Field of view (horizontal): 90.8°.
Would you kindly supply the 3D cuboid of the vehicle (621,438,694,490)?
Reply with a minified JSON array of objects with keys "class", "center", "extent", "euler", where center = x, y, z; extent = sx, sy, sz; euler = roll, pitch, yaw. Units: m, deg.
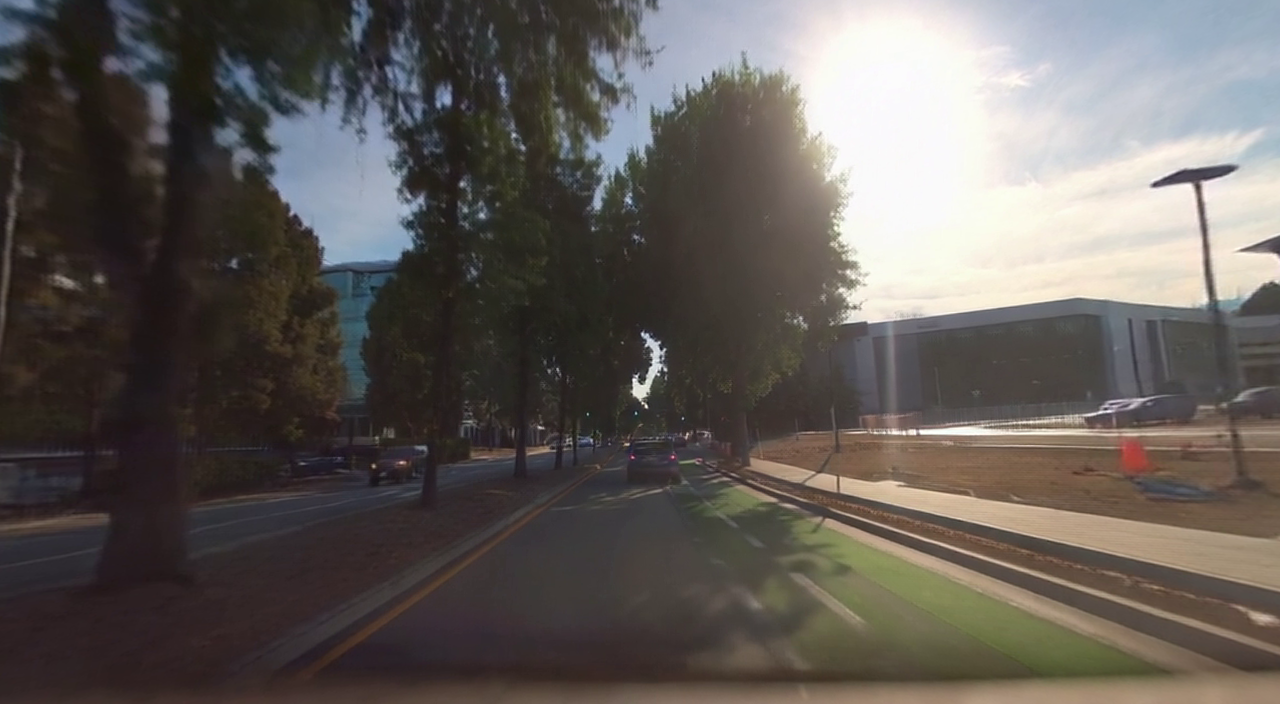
[{"class":"vehicle","center":[0.570,3.585,20.670],"extent":[2.114,1.493,4.430],"euler":[-1,-8,2]}]

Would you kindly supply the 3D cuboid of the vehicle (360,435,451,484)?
[{"class":"vehicle","center":[-11.159,5.148,30.565],"extent":[2.349,2.106,5.464],"euler":[0,-8,-1]}]
